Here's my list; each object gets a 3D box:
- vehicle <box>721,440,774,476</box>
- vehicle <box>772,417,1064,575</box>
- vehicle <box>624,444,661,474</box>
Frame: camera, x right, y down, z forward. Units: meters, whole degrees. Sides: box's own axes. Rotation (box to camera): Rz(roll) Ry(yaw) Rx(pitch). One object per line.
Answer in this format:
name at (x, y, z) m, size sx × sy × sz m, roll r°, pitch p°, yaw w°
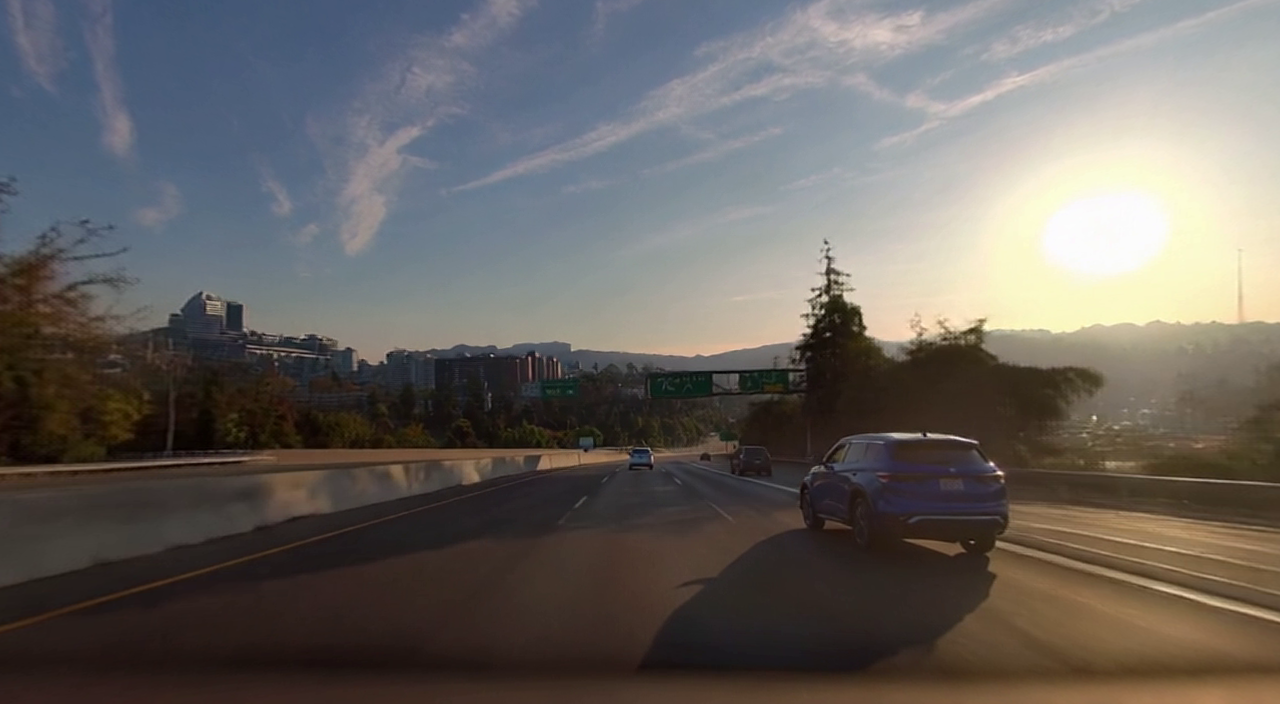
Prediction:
vehicle at (7.319, 7.284, 43.768) m, size 2.526 × 2.230 × 6.190 m, roll 0°, pitch -9°, yaw 0°
vehicle at (3.417, 1.858, 8.945) m, size 2.097 × 1.659 × 4.320 m, roll 0°, pitch -9°, yaw -1°
vehicle at (0.161, 6.695, 39.869) m, size 2.181 × 1.768 × 4.383 m, roll 0°, pitch -9°, yaw 0°
